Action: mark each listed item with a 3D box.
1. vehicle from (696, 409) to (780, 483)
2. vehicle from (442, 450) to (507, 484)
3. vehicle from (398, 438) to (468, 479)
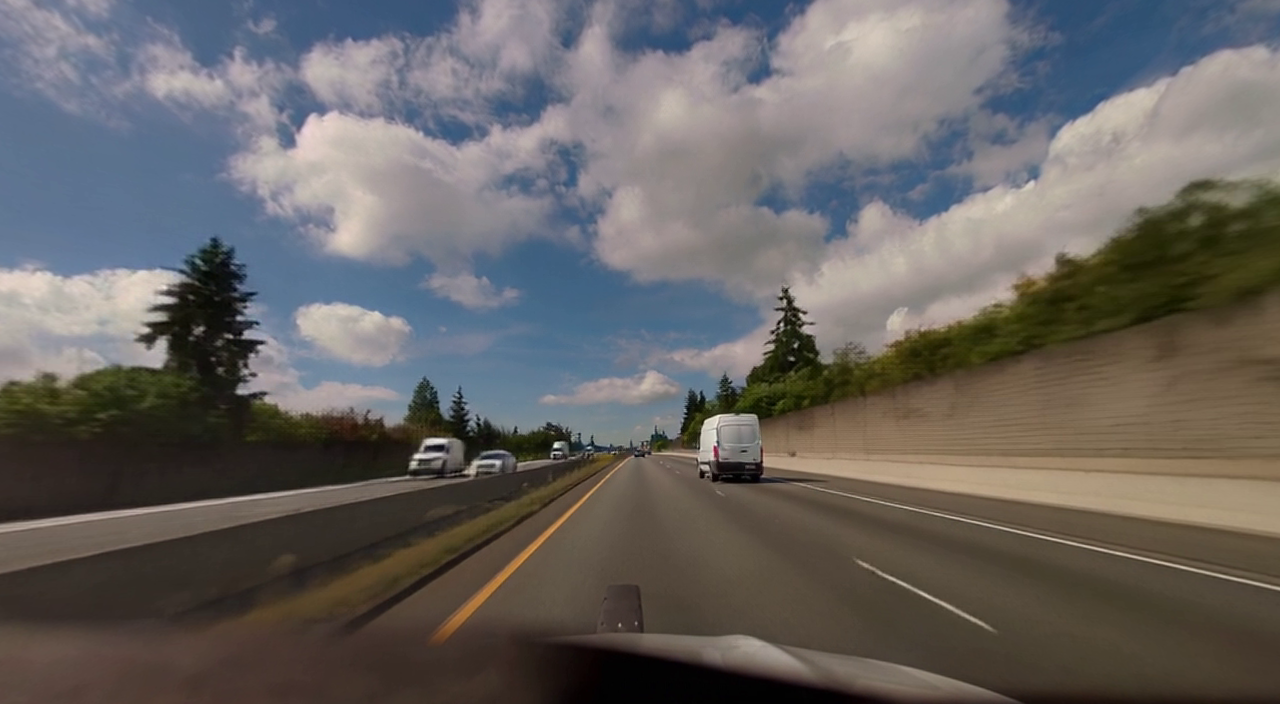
[{"bbox_3d":[4.072,4.128,27.574,2.449,2.805,6.763,0,-9,-1],"label":"vehicle"},{"bbox_3d":[-8.355,5.813,32.160,2.157,1.583,4.227,0,-9,1],"label":"vehicle"},{"bbox_3d":[-12.981,6.711,39.922,2.364,2.387,6.068,0,-9,0],"label":"vehicle"}]
